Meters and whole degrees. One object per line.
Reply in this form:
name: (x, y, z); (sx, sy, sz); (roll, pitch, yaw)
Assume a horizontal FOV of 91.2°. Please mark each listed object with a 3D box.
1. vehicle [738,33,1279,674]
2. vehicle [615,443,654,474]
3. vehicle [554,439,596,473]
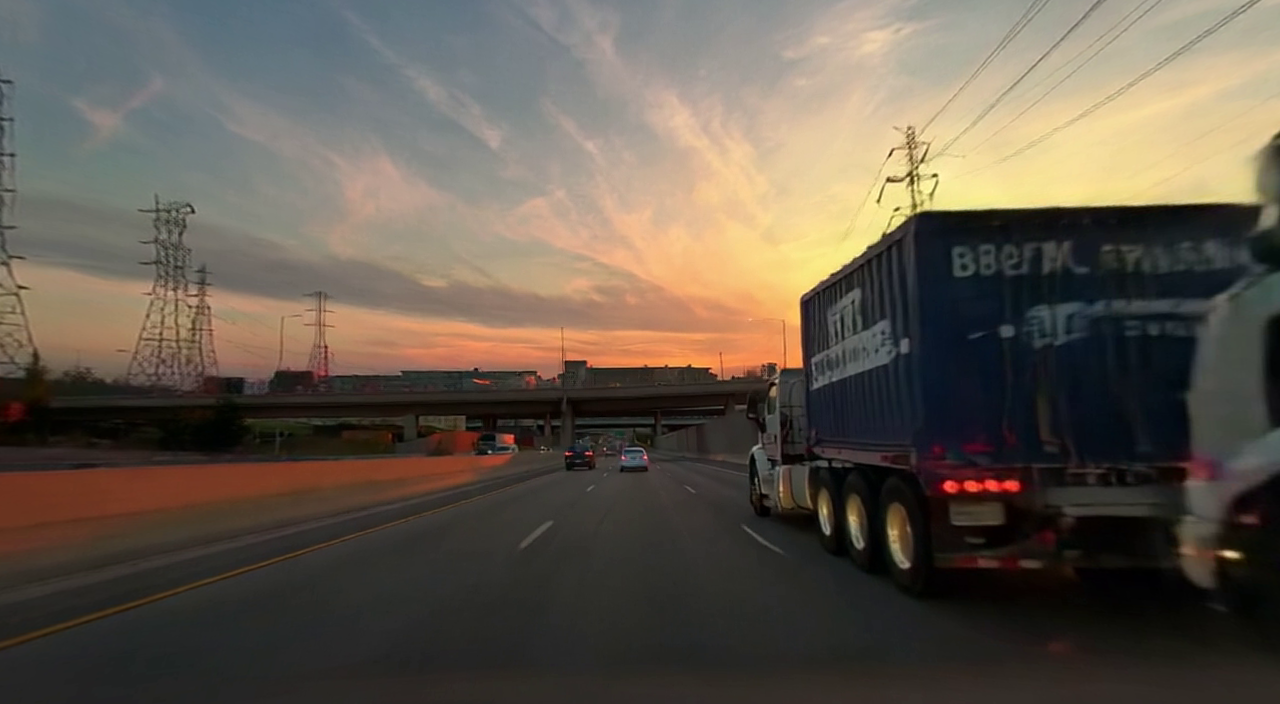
vehicle: (3.813, 0.625, 8.801); (3.011, 3.930, 10.078); (0, -9, -1)
vehicle: (-0.286, 5.857, 34.663); (2.004, 1.615, 4.113); (0, -9, 0)
vehicle: (-3.884, 6.362, 38.545); (2.077, 1.884, 4.961); (0, -9, 0)
